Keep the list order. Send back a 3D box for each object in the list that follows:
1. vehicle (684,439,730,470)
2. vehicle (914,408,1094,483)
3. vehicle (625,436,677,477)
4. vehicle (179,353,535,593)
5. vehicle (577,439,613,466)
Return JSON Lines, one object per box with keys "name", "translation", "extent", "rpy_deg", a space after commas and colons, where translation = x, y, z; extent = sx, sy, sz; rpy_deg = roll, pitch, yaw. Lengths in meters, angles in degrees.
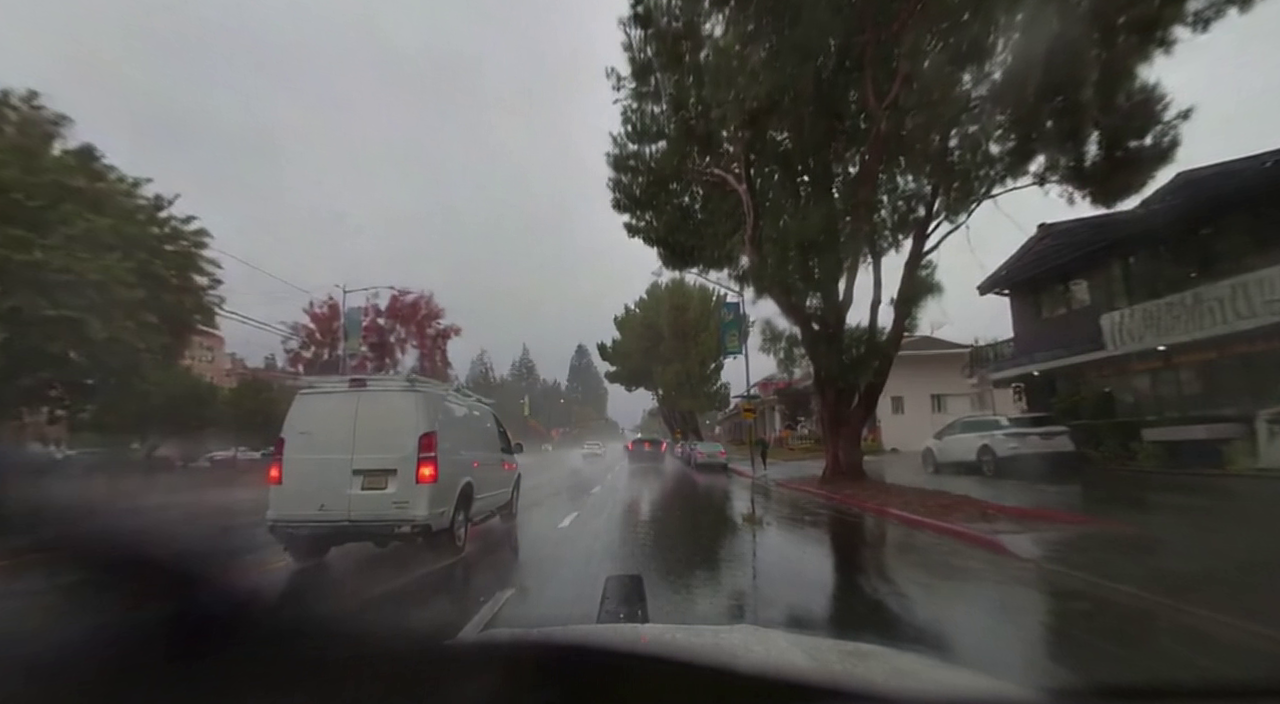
{"name": "vehicle", "translation": [3.773, 5.842, 36.187], "extent": [1.947, 1.646, 4.782], "rpy_deg": [0, -9, -2]}
{"name": "vehicle", "translation": [10.581, 2.820, 19.103], "extent": [2.062, 1.897, 5.751], "rpy_deg": [0, -8, 1]}
{"name": "vehicle", "translation": [0.441, 4.628, 28.140], "extent": [2.126, 1.657, 4.132], "rpy_deg": [0, -9, 0]}
{"name": "vehicle", "translation": [-2.931, 1.452, 8.231], "extent": [2.213, 2.123, 5.124], "rpy_deg": [0, -9, 0]}
{"name": "vehicle", "translation": [-2.877, 6.576, 41.318], "extent": [2.028, 1.689, 4.162], "rpy_deg": [0, -9, 1]}
